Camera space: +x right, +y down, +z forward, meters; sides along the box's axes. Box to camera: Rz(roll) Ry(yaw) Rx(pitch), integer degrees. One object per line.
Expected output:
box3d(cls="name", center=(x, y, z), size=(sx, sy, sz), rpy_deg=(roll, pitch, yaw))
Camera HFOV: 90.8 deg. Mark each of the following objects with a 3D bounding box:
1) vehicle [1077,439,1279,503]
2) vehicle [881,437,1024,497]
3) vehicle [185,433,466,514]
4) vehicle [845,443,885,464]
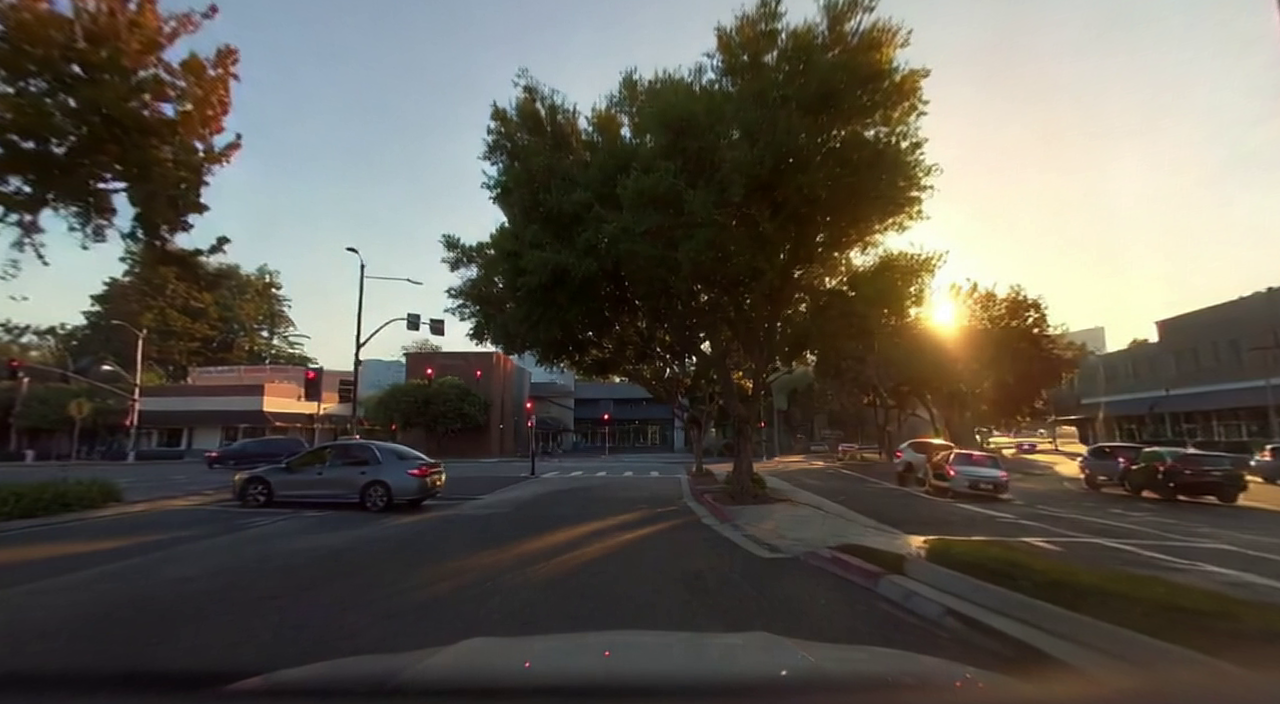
box3d(cls="vehicle", center=(14.282, 3.122, 17.111), size=(1.951, 1.491, 4.359), rpy_deg=(0, -8, 4))
box3d(cls="vehicle", center=(8.928, 3.296, 18.604), size=(2.061, 1.519, 4.794), rpy_deg=(-1, -8, 5))
box3d(cls="vehicle", center=(-6.350, 2.442, 13.083), size=(4.792, 1.468, 2.116), rpy_deg=(-1, -8, 9))
box3d(cls="vehicle", center=(16.324, 7.371, 45.994), size=(1.824, 1.453, 4.148), rpy_deg=(-2, -9, 7))
